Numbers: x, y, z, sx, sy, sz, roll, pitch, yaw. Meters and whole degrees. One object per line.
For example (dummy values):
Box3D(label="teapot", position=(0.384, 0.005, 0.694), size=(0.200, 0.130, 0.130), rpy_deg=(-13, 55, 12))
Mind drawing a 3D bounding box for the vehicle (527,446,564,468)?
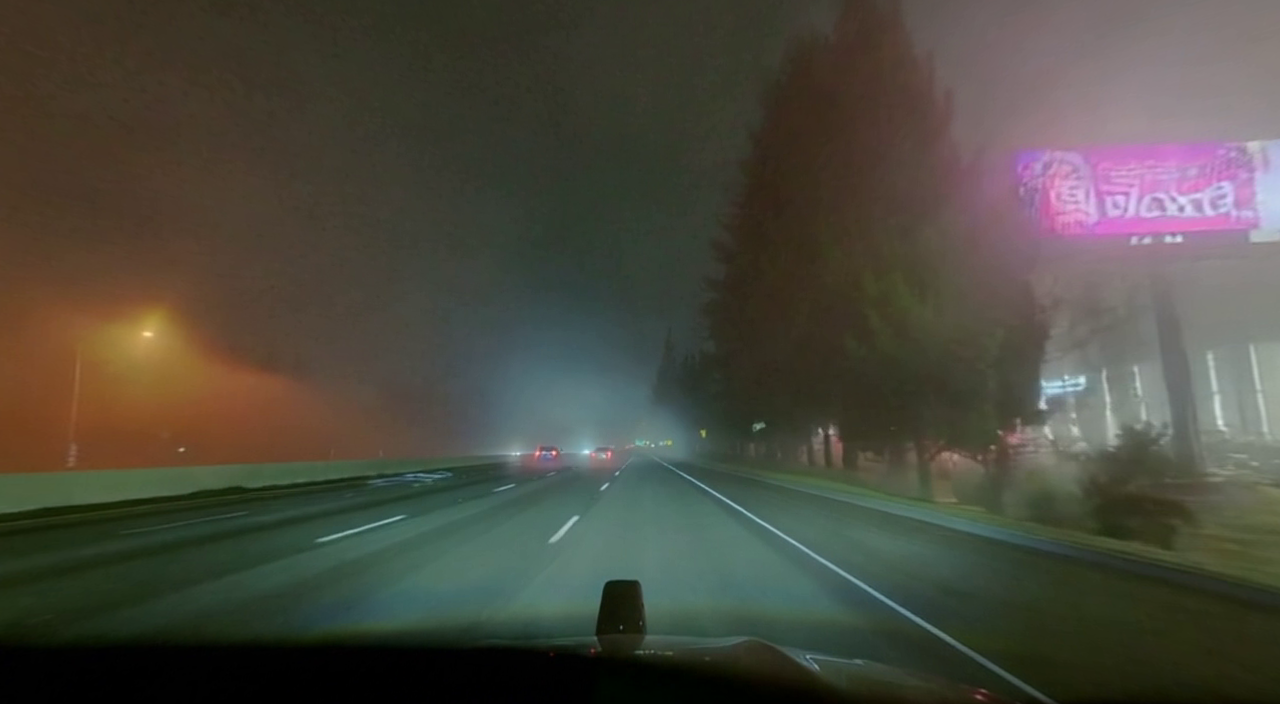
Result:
Box3D(label="vehicle", position=(-6.666, 7.502, 45.087), size=(1.936, 1.462, 4.388), rpy_deg=(0, -8, 0))
